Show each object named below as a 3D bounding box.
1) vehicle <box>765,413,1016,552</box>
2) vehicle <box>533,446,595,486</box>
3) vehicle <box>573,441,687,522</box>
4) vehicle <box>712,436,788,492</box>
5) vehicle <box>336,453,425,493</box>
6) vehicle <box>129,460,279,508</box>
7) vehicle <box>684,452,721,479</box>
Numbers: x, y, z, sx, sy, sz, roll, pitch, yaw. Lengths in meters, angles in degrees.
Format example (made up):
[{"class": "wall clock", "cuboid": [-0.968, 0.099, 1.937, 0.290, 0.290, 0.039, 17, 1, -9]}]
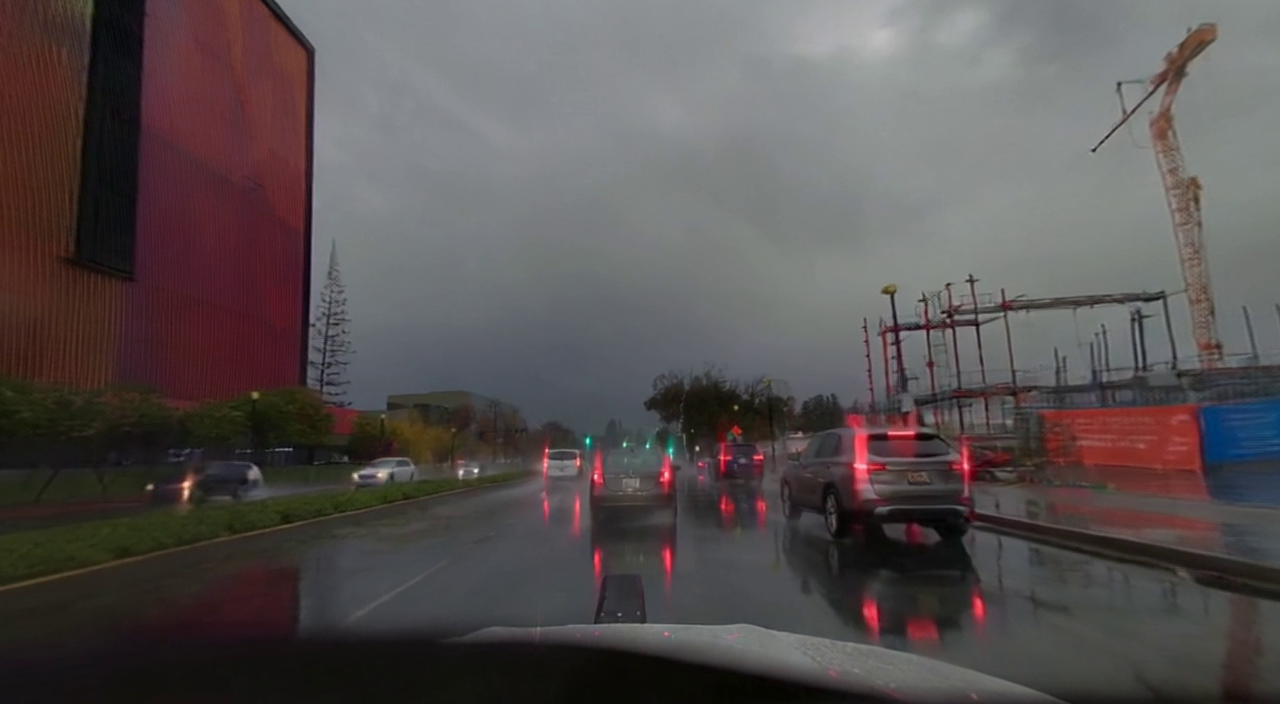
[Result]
[{"class": "vehicle", "cuboid": [3.760, 2.062, 10.745, 2.185, 1.797, 4.934, 0, -8, -1]}, {"class": "vehicle", "cuboid": [-3.462, 5.284, 29.557, 2.201, 1.691, 4.305, 0, -8, 2]}, {"class": "vehicle", "cuboid": [-0.148, 2.757, 14.029, 2.131, 1.496, 4.193, 0, -8, 1]}, {"class": "vehicle", "cuboid": [4.088, 4.240, 24.335, 2.124, 1.896, 4.914, 0, -8, 1]}, {"class": "vehicle", "cuboid": [-12.390, 5.774, 30.527, 2.202, 1.714, 4.509, -1, -8, 3]}, {"class": "vehicle", "cuboid": [-16.056, 4.850, 23.671, 2.078, 1.496, 4.769, 0, -8, 2]}, {"class": "vehicle", "cuboid": [4.091, 7.509, 42.035, 2.115, 1.636, 4.104, 0, -8, 2]}]
